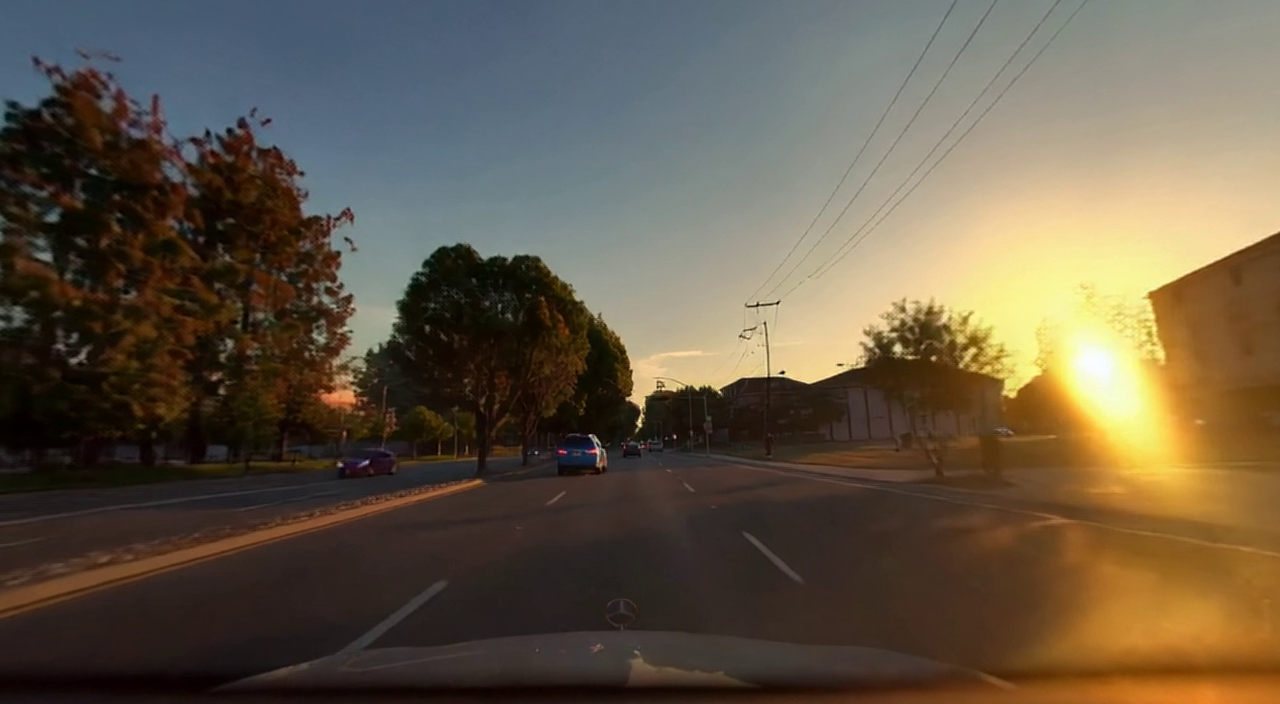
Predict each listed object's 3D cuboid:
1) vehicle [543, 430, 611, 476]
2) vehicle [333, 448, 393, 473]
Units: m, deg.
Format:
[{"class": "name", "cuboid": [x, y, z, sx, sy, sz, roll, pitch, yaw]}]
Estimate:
[{"class": "vehicle", "cuboid": [-2.432, 4.084, 25.648, 2.174, 1.703, 4.231, 0, -9, 2]}, {"class": "vehicle", "cuboid": [-17.716, 6.927, 40.676, 1.895, 1.502, 4.711, 0, -9, -2]}]
